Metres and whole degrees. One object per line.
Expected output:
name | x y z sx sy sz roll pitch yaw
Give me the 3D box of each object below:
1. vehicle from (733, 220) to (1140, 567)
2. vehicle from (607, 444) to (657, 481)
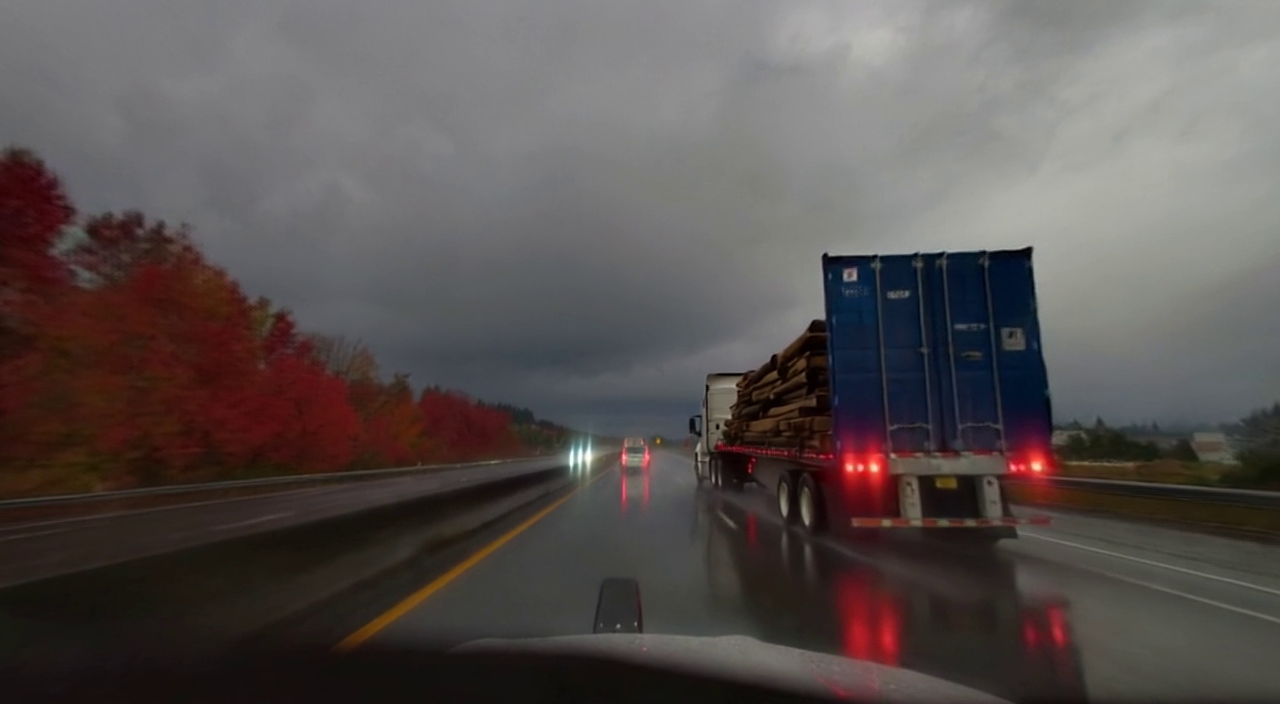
vehicle | 3.896 1.021 11.259 3.004 3.923 8.363 0 -9 -1
vehicle | -0.348 4.936 28.222 2.099 1.506 4.097 -1 -9 0
